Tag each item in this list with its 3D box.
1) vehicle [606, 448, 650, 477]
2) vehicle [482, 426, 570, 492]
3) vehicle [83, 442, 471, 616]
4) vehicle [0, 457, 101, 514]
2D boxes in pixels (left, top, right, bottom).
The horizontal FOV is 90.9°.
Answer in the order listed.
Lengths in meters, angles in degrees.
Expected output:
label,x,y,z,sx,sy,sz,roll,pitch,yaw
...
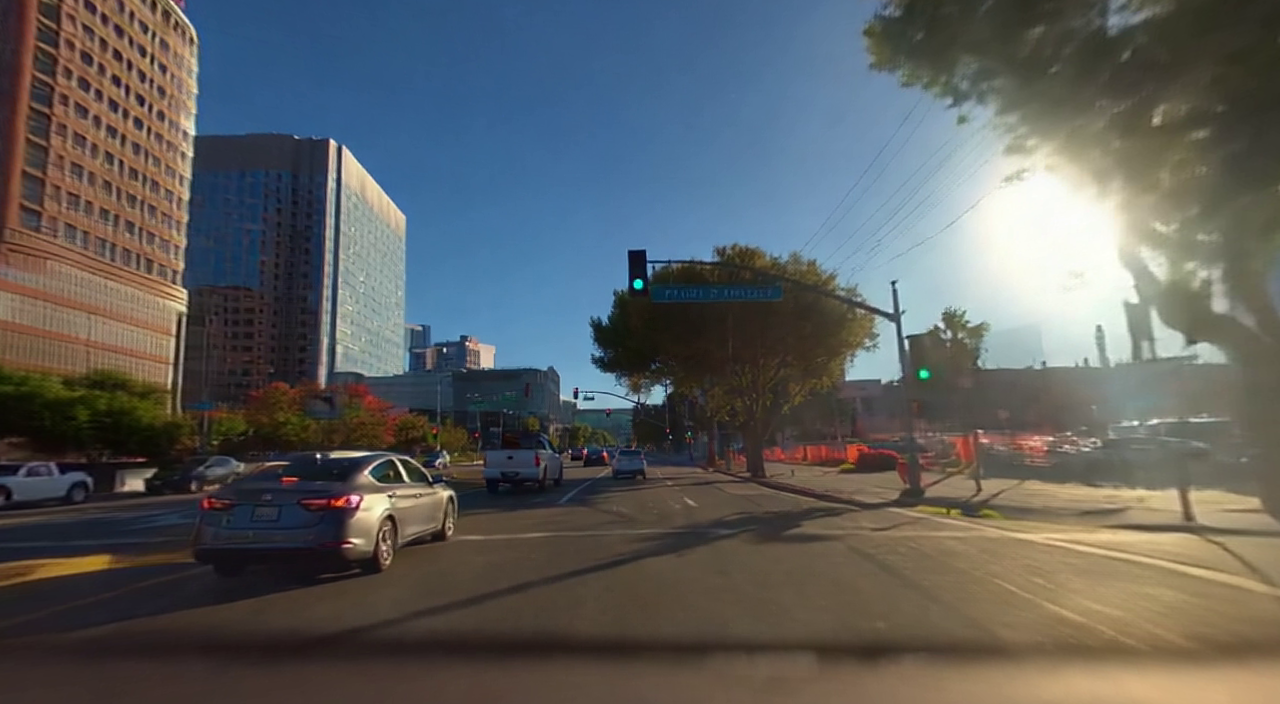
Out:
label,x,y,z,sx,sy,sz,roll,pitch,yaw
vehicle,-0.637,5.848,33.724,2.171,1.422,4.146,0,-9,-1
vehicle,-3.881,3.755,22.360,2.240,2.054,4.662,0,-9,0
vehicle,-3.615,1.808,7.527,1.959,1.406,4.527,0,-8,0
vehicle,-19.326,4.087,19.367,1.867,1.543,4.064,-2,-9,0
